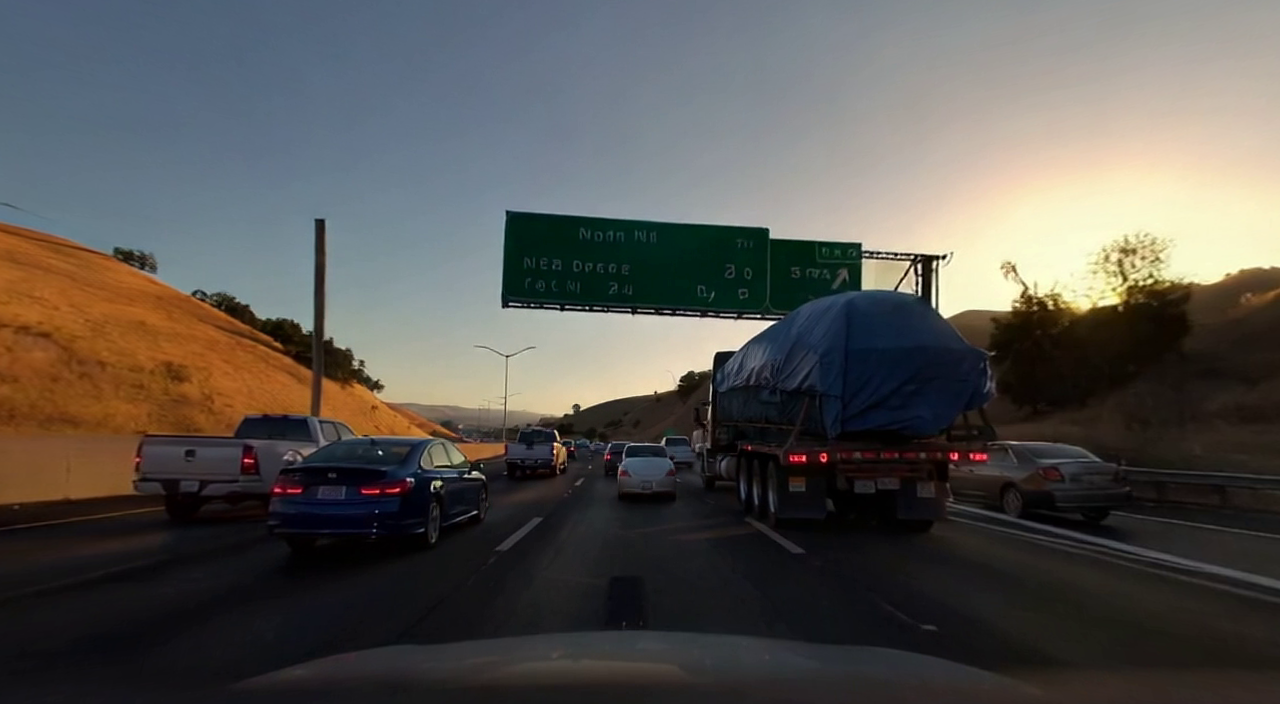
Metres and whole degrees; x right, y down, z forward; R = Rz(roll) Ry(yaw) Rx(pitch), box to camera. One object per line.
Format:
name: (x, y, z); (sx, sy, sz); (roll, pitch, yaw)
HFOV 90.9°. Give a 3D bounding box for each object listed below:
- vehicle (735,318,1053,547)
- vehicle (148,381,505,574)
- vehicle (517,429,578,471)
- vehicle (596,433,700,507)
vehicle: (3.401, 1.290, 10.159); (2.790, 2.718, 5.253); (0, -8, -1)
vehicle: (-3.674, 1.622, 8.982); (2.318, 1.902, 5.374); (0, -8, 0)
vehicle: (-4.326, 4.678, 30.402); (2.348, 1.821, 5.061); (0, -8, -2)
vehicle: (0.093, 2.673, 14.767); (2.105, 1.471, 3.978); (0, -8, -2)
